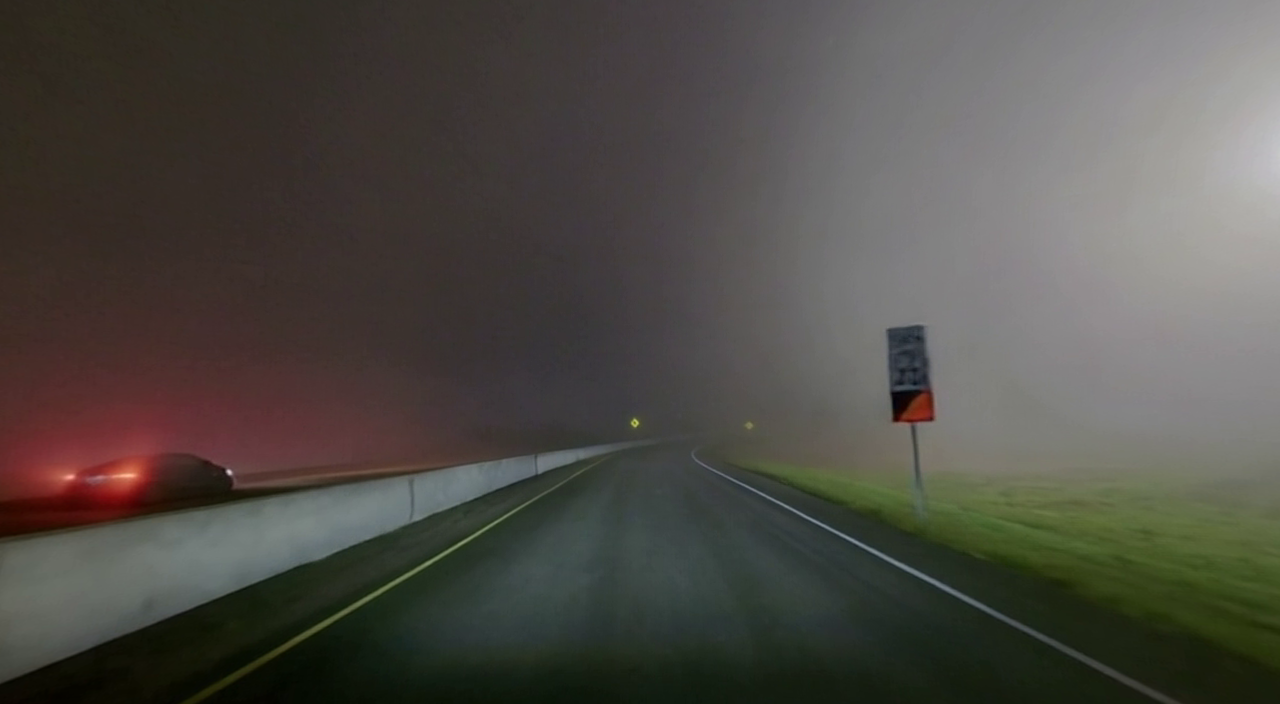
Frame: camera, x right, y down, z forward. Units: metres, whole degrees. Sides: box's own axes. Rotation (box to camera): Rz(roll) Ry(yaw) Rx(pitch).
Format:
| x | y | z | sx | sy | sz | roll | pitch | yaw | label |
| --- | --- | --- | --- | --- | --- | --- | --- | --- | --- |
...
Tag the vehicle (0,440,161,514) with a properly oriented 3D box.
| x | y | z | sx | sy | sz | roll | pitch | yaw | label |
| --- | --- | --- | --- | --- | --- | --- | --- | --- | --- |
| -14.169 | 2.952 | 15.248 | 1.895 | 1.451 | 4.168 | -3 | -7 | -1 | vehicle |
